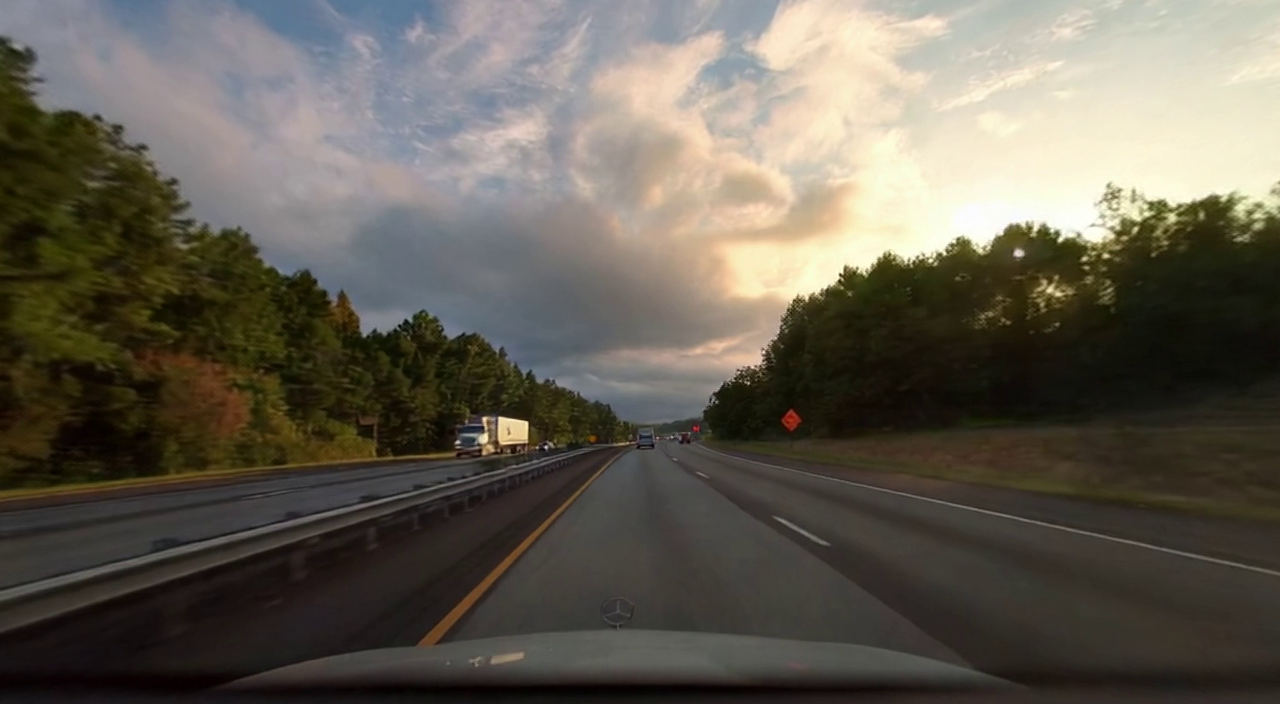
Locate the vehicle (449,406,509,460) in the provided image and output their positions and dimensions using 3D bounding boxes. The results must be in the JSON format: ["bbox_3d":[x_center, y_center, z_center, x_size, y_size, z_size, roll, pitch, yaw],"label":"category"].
[{"bbox_3d":[-12.248,6.275,48.598,2.972,3.853,5.744,0,-8,1],"label":"vehicle"}]
